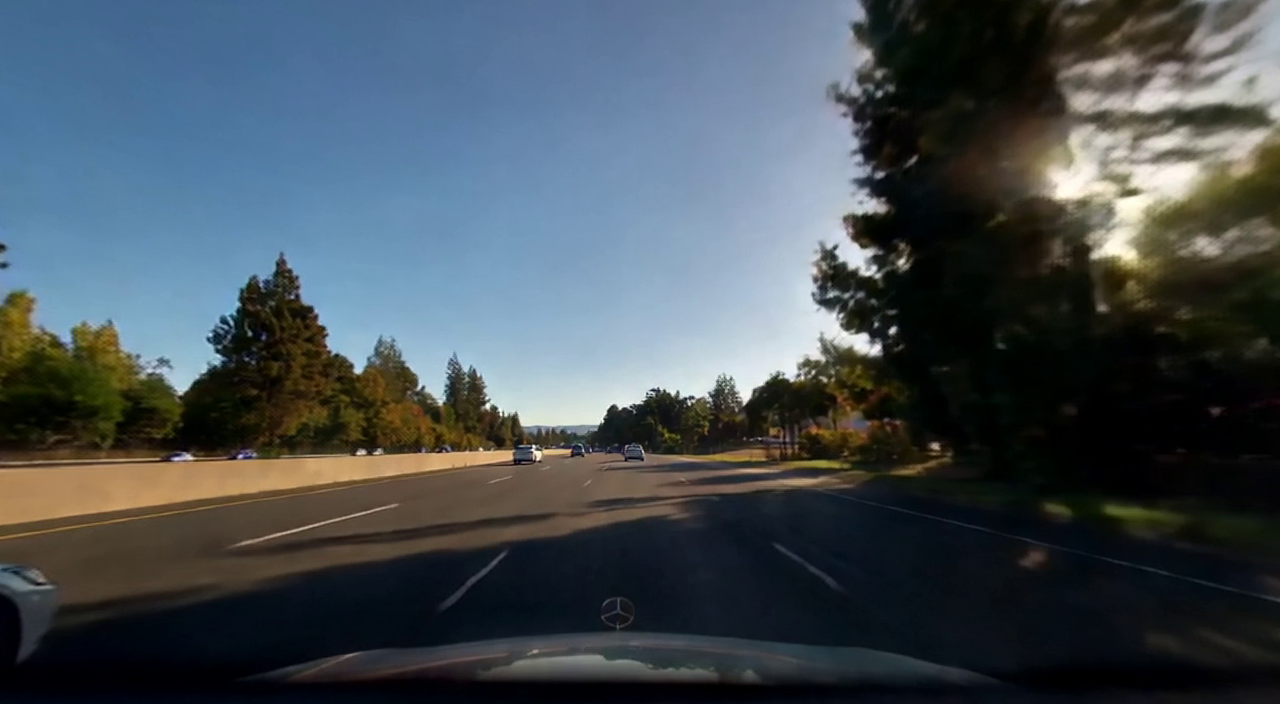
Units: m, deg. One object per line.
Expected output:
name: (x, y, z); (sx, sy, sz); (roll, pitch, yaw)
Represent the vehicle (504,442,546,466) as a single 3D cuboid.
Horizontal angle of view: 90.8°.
vehicle: (-7.847, 6.997, 43.456); (1.991, 1.572, 4.314); (0, -9, 0)
